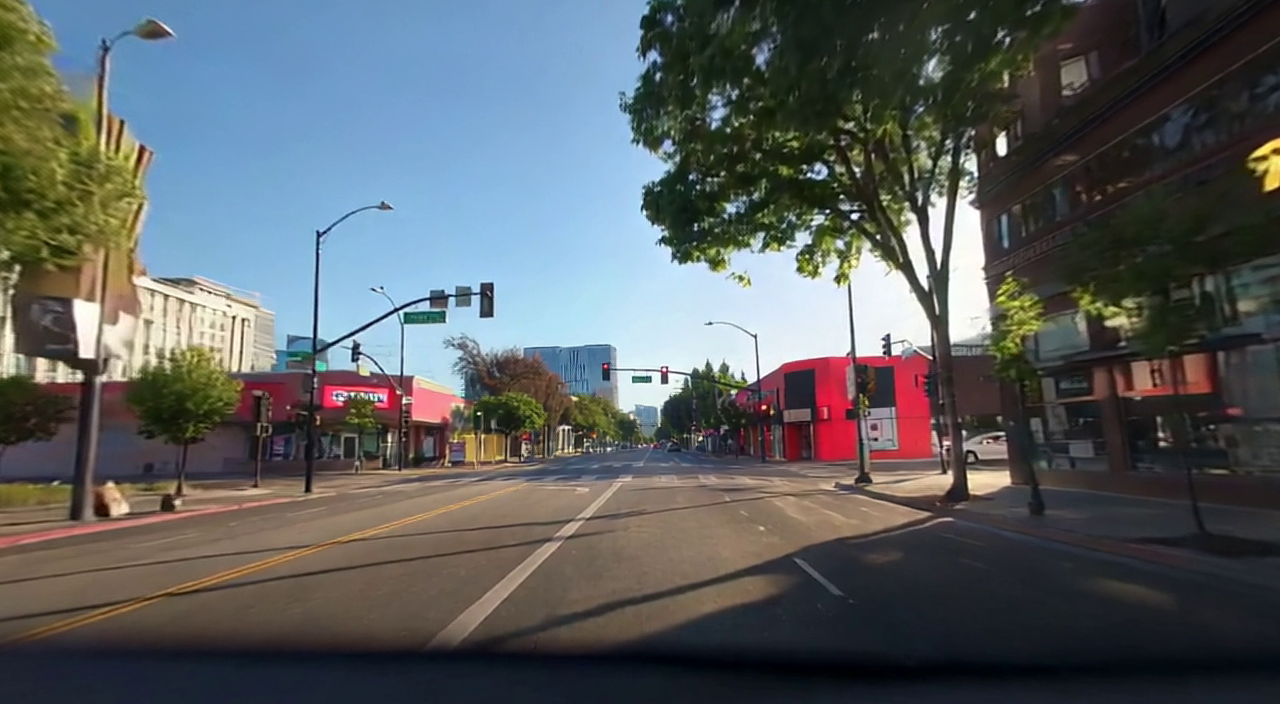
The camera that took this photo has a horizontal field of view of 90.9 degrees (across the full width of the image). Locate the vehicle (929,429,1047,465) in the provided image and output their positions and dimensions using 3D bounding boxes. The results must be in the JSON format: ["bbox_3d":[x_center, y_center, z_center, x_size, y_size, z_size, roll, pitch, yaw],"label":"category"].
[{"bbox_3d":[17.765,4.870,32.329,4.836,1.795,1.957,0,-8,2],"label":"vehicle"}]
